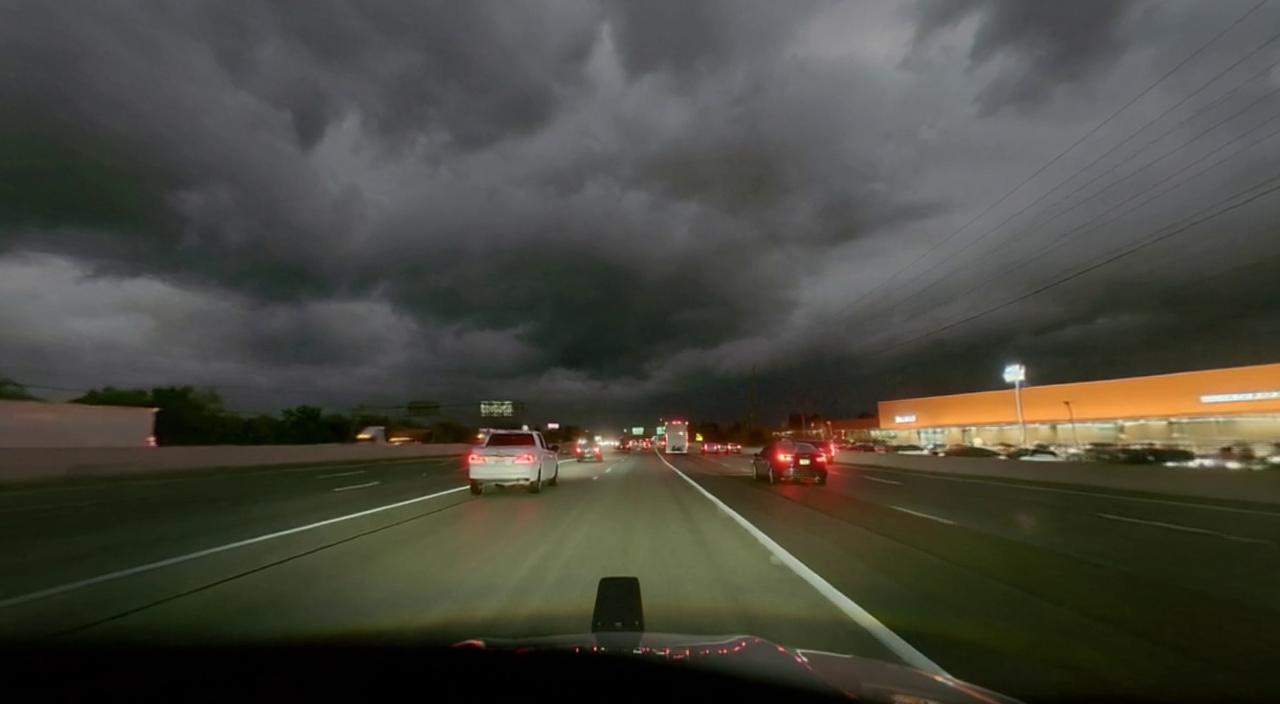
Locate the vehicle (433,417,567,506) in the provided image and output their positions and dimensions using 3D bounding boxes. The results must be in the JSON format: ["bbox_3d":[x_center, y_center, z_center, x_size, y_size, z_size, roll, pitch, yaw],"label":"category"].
[{"bbox_3d":[-3.147,2.587,15.278,2.130,1.799,4.583,0,-9,1],"label":"vehicle"}]

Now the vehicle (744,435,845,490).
[{"bbox_3d":[4.686,3.412,19.832,1.980,1.501,4.433,0,-8,-1],"label":"vehicle"}]

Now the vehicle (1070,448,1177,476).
[{"bbox_3d":[36.128,8.215,47.168,5.875,1.851,2.305,-3,-9,2],"label":"vehicle"}]

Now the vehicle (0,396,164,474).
[{"bbox_3d":[-33.931,4.571,34.543,2.895,3.931,15.650,0,-9,3],"label":"vehicle"}]

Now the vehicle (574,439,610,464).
[{"bbox_3d":[-3.024,6.403,40.676,1.929,1.521,4.097,0,-9,1],"label":"vehicle"}]
